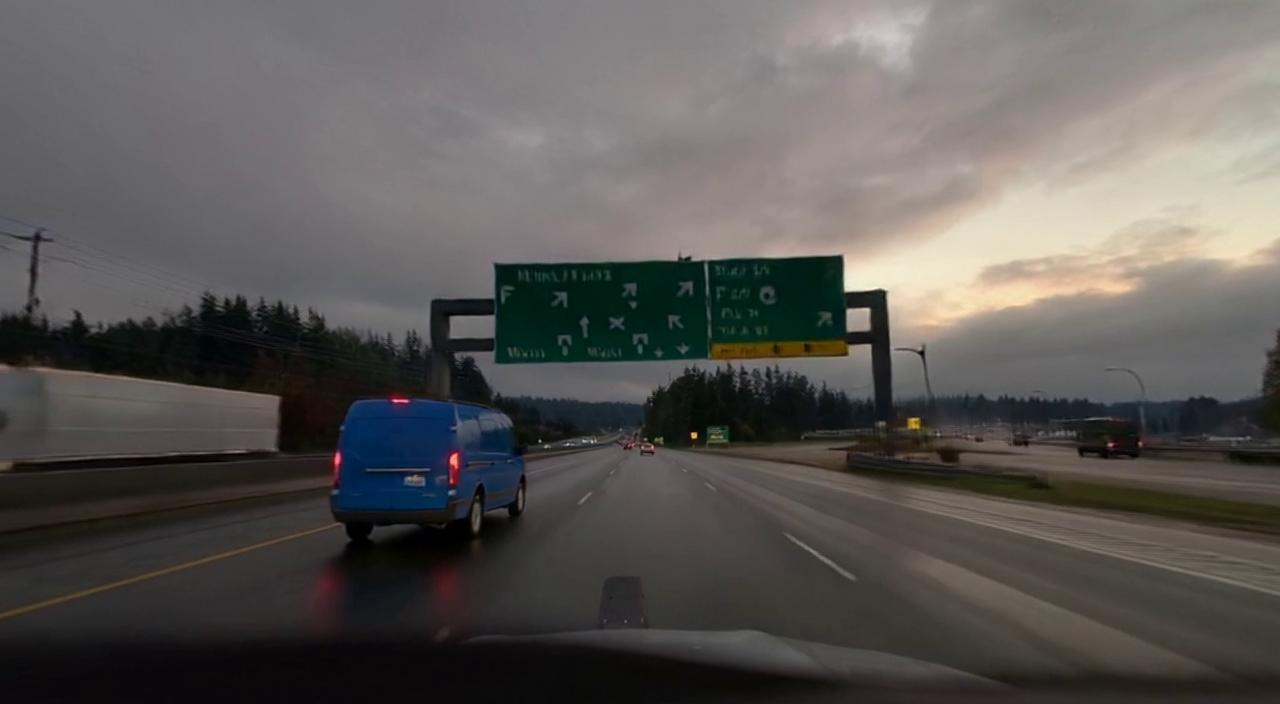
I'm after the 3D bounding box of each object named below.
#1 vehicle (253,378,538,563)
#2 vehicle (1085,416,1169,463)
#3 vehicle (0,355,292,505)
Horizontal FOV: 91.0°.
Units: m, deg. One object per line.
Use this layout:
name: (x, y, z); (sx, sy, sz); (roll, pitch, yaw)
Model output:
vehicle: (-3.080, 1.625, 9.308); (2.281, 2.025, 4.586); (0, -8, 1)
vehicle: (31.486, 5.674, 40.933); (2.207, 2.820, 5.493); (-2, -8, 15)
vehicle: (-19.314, 3.120, 24.104); (3.495, 4.081, 14.680); (0, -8, 0)
